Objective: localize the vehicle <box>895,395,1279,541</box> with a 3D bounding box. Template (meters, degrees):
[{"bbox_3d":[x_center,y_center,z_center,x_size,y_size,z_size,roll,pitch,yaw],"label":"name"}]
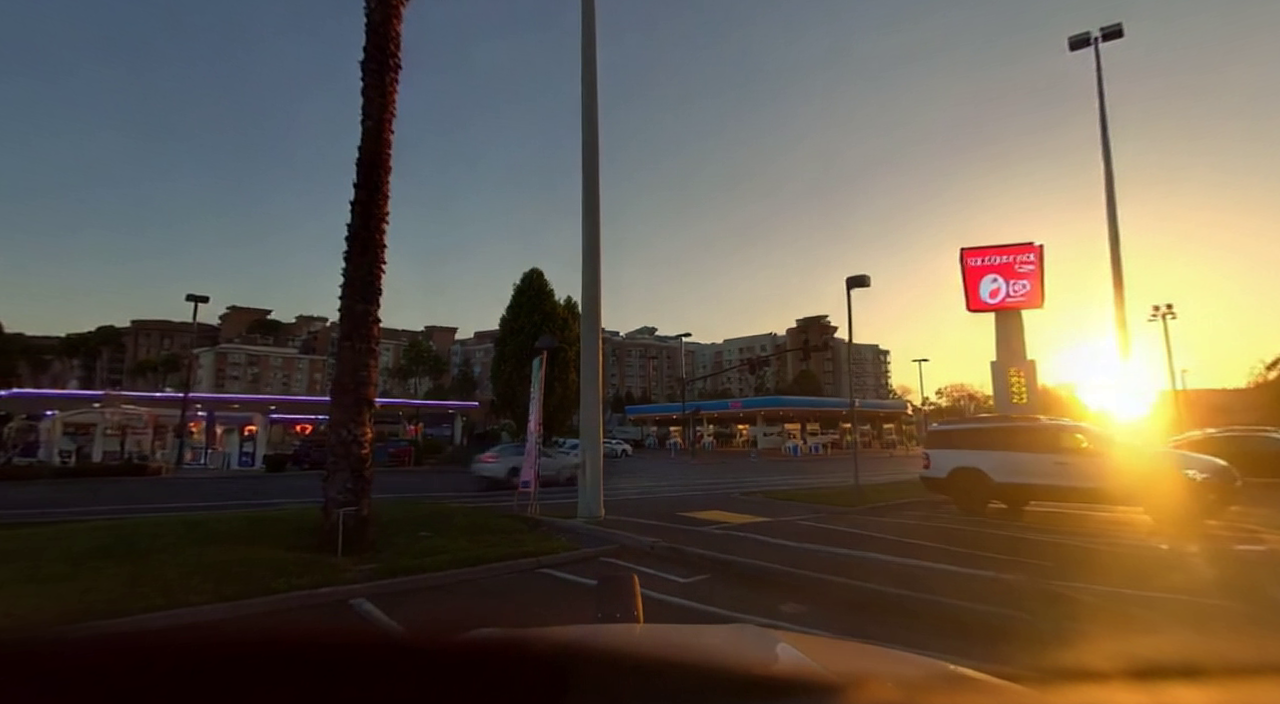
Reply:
[{"bbox_3d":[7.092,1.845,10.615,2.028,1.850,4.731,6,-10,-37],"label":"vehicle"}]

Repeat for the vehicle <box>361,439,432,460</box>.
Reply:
[{"bbox_3d":[-18.703,7.456,48.635,4.764,1.523,1.849,6,-10,-36],"label":"vehicle"}]

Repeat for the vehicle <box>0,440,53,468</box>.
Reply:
[{"bbox_3d":[-35.050,5.762,35.909,1.901,1.463,3.948,5,-10,-35],"label":"vehicle"}]

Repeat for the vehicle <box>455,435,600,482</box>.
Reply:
[{"bbox_3d":[-3.961,3.769,22.719,4.758,1.497,1.856,5,-10,-36],"label":"vehicle"}]
